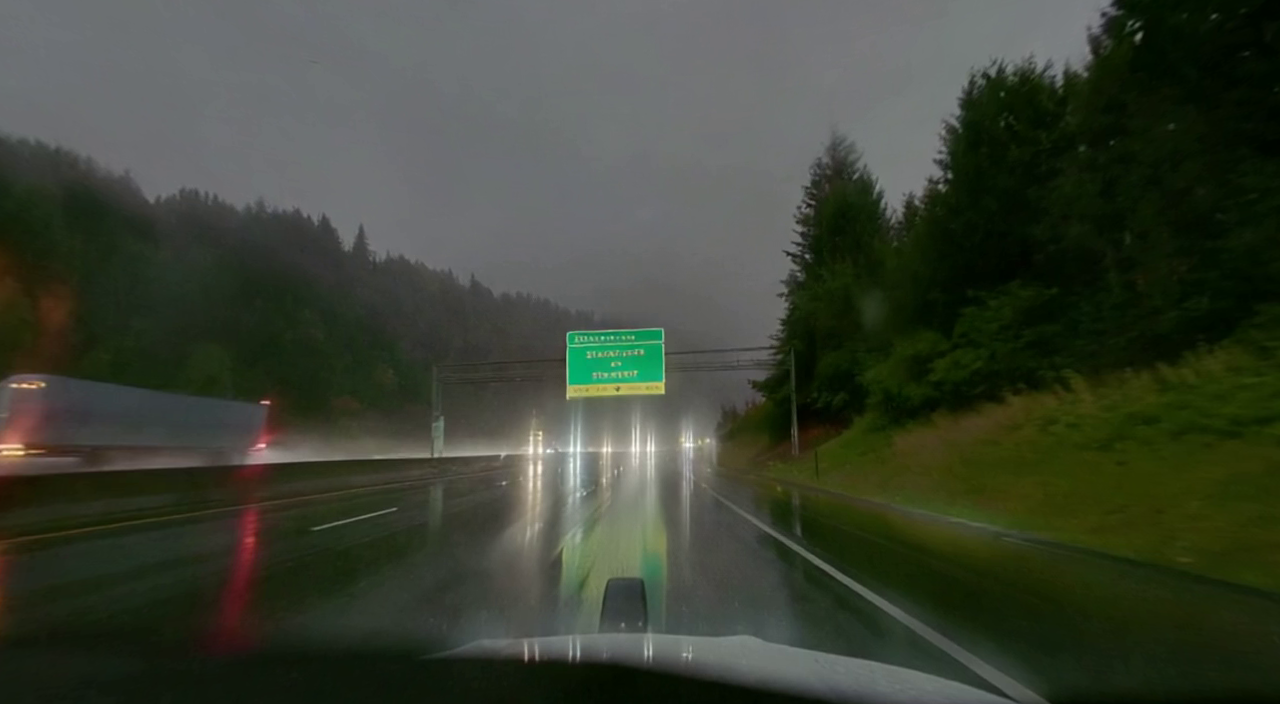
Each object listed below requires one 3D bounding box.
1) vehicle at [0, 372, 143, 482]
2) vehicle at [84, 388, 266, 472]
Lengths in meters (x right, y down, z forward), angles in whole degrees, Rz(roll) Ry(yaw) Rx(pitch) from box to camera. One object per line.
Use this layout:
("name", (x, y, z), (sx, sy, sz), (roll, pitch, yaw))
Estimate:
("vehicle", (-22.684, 2.575, 21.448), (2.969, 3.632, 10.133), (0, -9, 1))
("vehicle", (-22.542, 3.973, 31.322), (2.833, 3.669, 7.802), (0, -9, 1))
